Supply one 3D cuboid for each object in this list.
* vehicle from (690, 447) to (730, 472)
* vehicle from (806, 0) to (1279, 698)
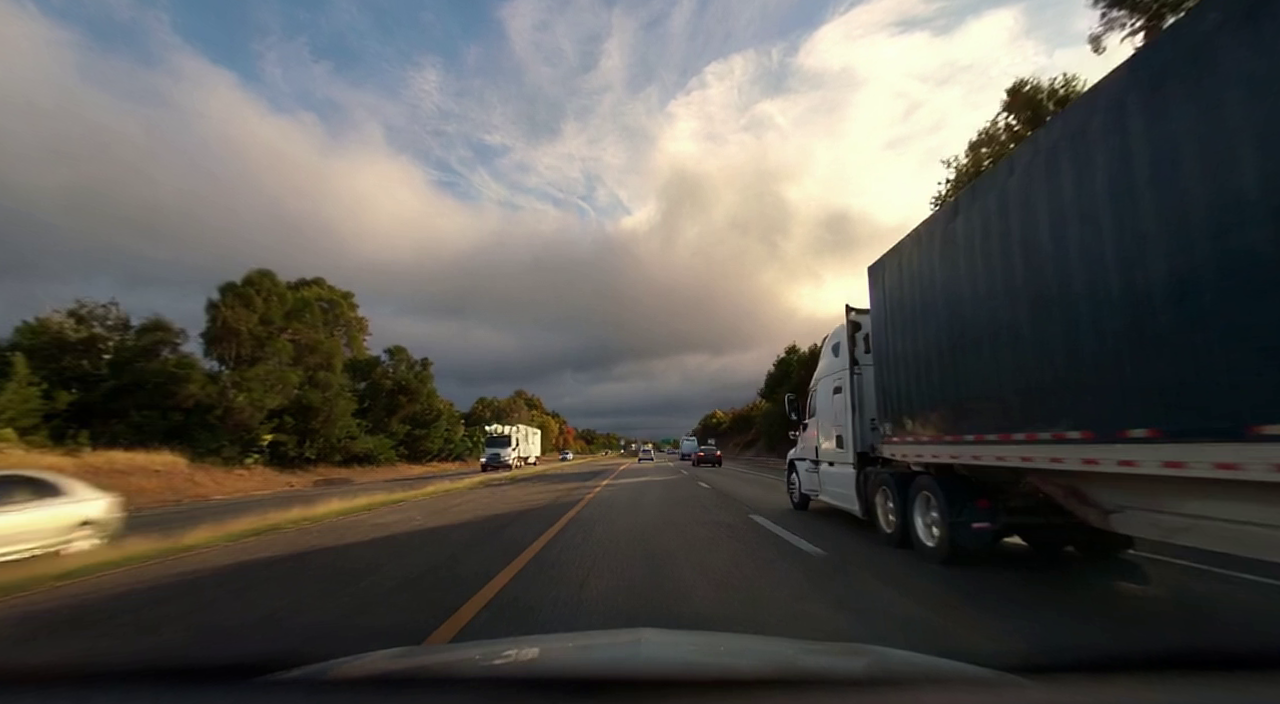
[{"bbox_3d":[4.502,6.952,40.873,2.043,1.542,3.881,0,-9,-1],"label":"vehicle"},{"bbox_3d":[4.896,0.142,5.537,2.889,4.072,13.991,0,-9,-1],"label":"vehicle"}]
